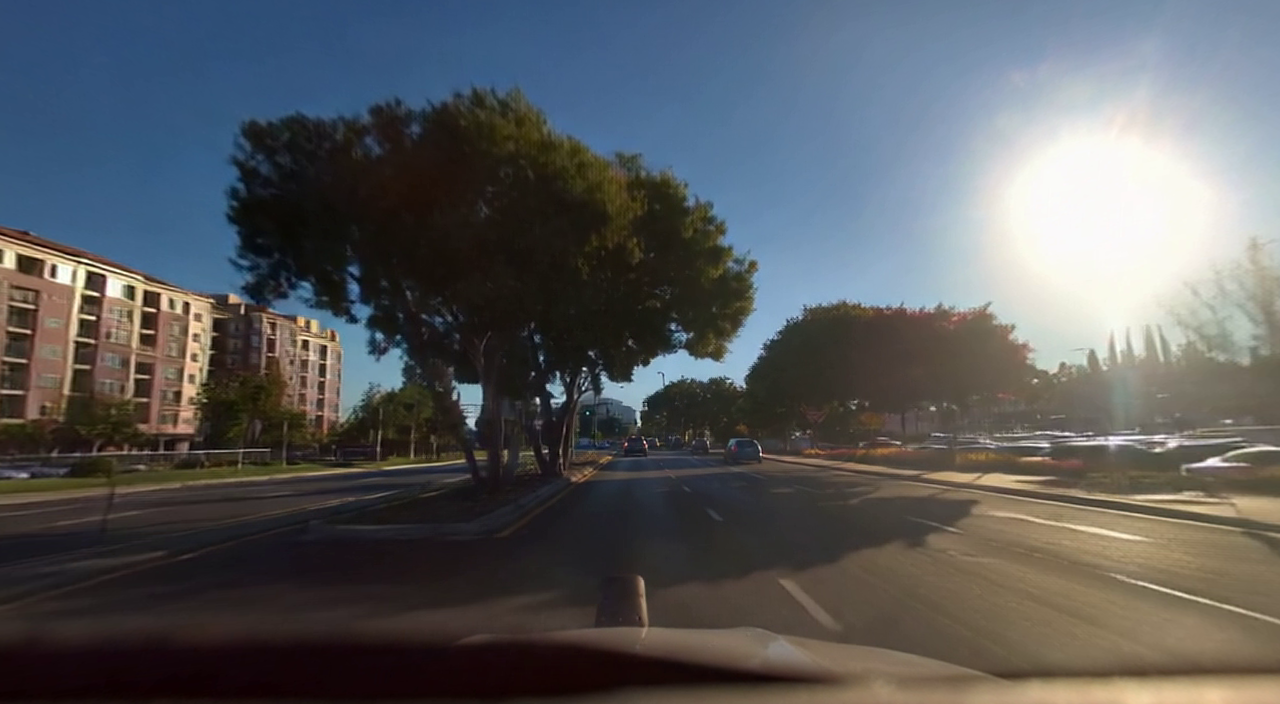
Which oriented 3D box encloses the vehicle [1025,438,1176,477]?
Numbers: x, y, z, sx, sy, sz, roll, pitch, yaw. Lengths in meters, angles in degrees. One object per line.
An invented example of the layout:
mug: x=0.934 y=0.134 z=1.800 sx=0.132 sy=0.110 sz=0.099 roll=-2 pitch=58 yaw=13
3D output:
vehicle: x=19.130 y=4.389 z=26.340 sx=4.644 sy=1.552 sz=1.980 roll=-1 pitch=-9 yaw=4

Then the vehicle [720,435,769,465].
vehicle: x=6.606 y=6.249 z=40.306 sx=2.136 sy=1.799 sz=4.796 roll=0 pitch=-9 yaw=-2

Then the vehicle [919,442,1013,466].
vehicle: x=19.813 y=6.202 z=38.340 sx=4.653 sy=1.438 sz=1.939 roll=0 pitch=-9 yaw=-2
